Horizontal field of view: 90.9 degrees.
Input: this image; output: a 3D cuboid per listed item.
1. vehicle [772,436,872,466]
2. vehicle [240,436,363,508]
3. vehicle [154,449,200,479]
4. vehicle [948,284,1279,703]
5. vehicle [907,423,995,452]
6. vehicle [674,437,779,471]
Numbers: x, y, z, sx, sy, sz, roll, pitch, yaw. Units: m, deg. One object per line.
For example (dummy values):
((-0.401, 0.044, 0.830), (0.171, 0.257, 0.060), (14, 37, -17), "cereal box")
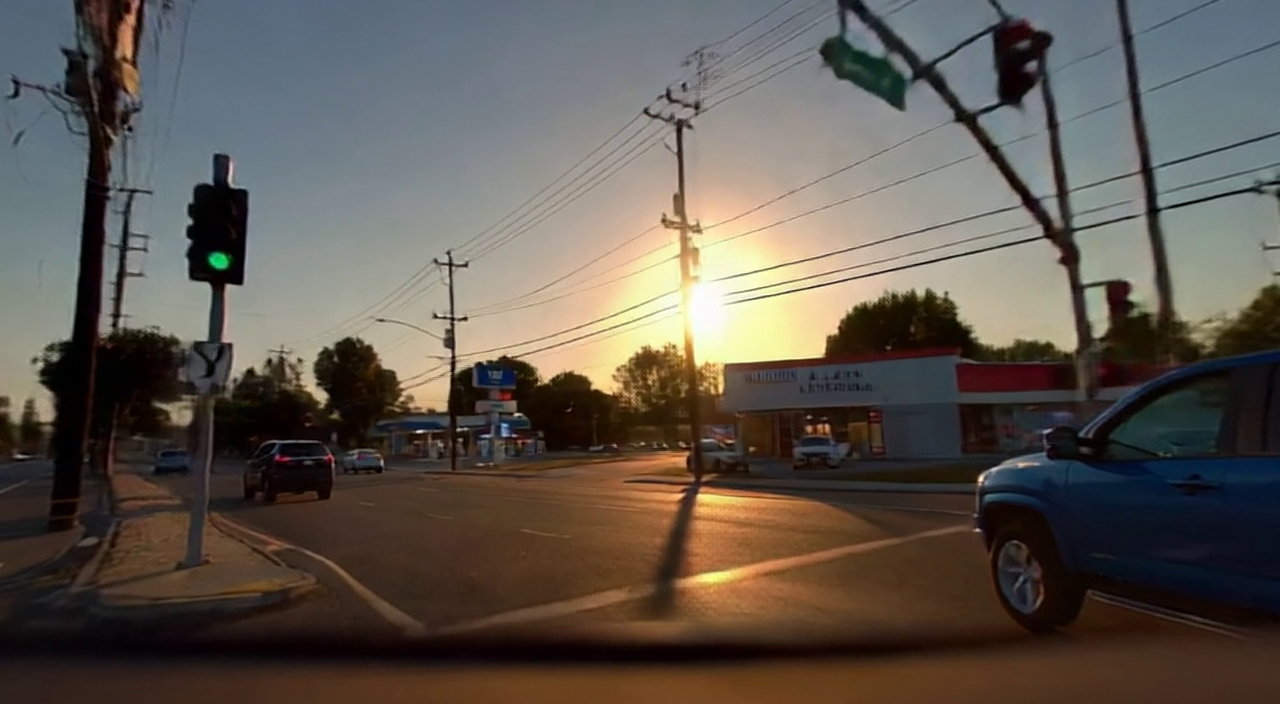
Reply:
((9.083, 4.942, 31.637), (4.495, 1.399, 1.715), (1, -9, -12), "vehicle")
((-10.233, 3.479, 18.853), (2.141, 1.842, 4.889), (7, -11, -39), "vehicle")
((-29.709, 7.111, 40.354), (1.921, 1.725, 4.498), (7, -11, -40), "vehicle")
((3.514, 0.586, 1.947), (2.036, 1.818, 5.192), (1, -8, -6), "vehicle")
((20.048, 5.583, 40.831), (1.883, 1.726, 4.669), (7, -11, -39), "vehicle")
((4.123, 4.800, 29.825), (4.661, 1.480, 1.913), (4, -9, -28), "vehicle")
